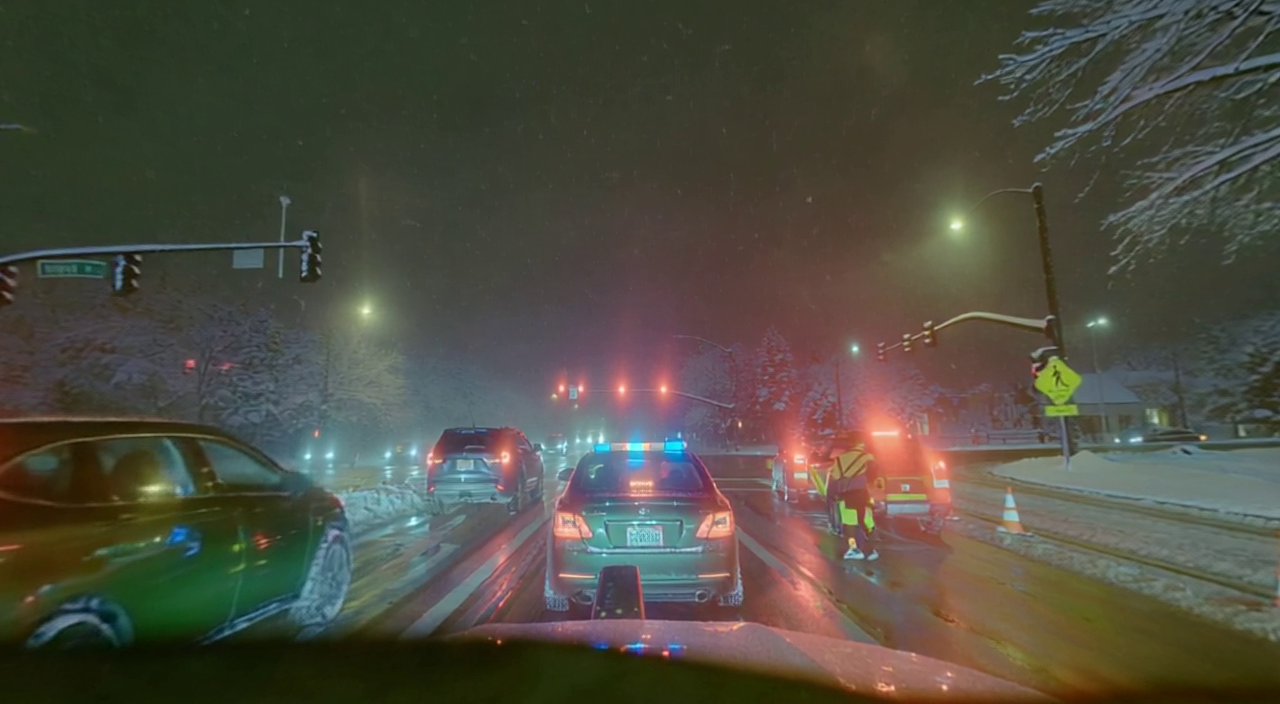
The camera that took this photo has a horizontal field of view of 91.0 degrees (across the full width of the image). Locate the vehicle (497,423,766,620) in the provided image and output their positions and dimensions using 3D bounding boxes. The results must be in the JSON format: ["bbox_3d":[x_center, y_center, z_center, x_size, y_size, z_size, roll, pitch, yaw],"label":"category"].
[{"bbox_3d":[-0.122,1.625,7.067,2.061,1.486,4.332,0,-8,-2],"label":"vehicle"}]

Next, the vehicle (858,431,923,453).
[{"bbox_3d":[19.711,7.116,49.629,4.211,1.659,1.983,0,-9,-2],"label":"vehicle"}]

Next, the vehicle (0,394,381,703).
[{"bbox_3d":[-3.642,1.226,4.497,1.863,1.526,4.006,0,-9,0],"label":"vehicle"}]

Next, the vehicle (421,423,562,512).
[{"bbox_3d":[-3.318,2.707,15.210,2.096,1.789,4.719,0,-9,2],"label":"vehicle"}]

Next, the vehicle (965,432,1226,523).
[{"bbox_3d":[9.341,2.582,13.581,1.957,1.576,4.670,0,-9,-3],"label":"vehicle"}]
